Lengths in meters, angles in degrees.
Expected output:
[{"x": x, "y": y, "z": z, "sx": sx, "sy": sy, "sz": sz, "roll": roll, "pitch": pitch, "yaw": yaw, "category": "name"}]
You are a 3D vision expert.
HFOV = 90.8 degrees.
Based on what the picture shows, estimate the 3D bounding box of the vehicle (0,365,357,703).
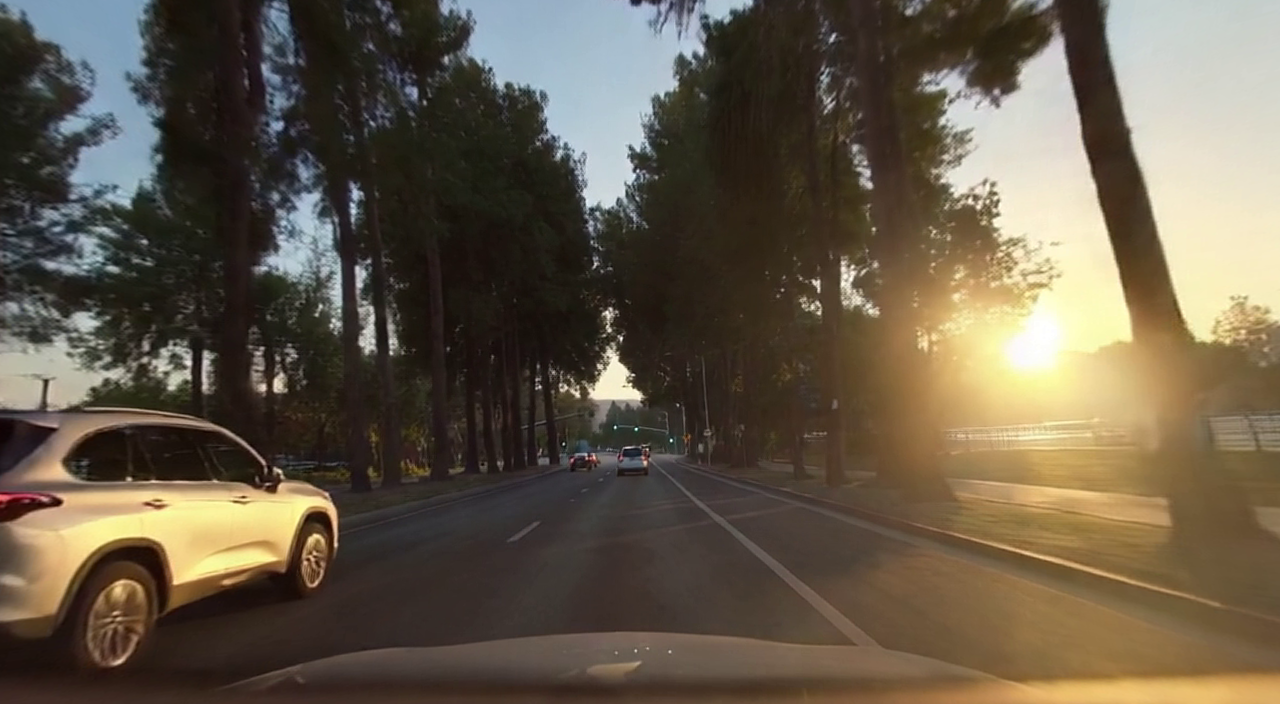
[{"x": -4.048, "y": 1.176, "z": 4.599, "sx": 1.860, "sy": 1.741, "sz": 4.479, "roll": 0, "pitch": -9, "yaw": 0, "category": "vehicle"}]

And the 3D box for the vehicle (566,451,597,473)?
[{"x": -4.239, "y": 8.025, "z": 46.255, "sx": 1.936, "sy": 1.538, "sz": 4.016, "roll": 0, "pitch": -9, "yaw": 0, "category": "vehicle"}]

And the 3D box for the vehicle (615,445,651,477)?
[{"x": -0.416, "y": 6.451, "z": 37.701, "sx": 2.018, "sy": 1.769, "sz": 3.897, "roll": 0, "pitch": -9, "yaw": 0, "category": "vehicle"}]
